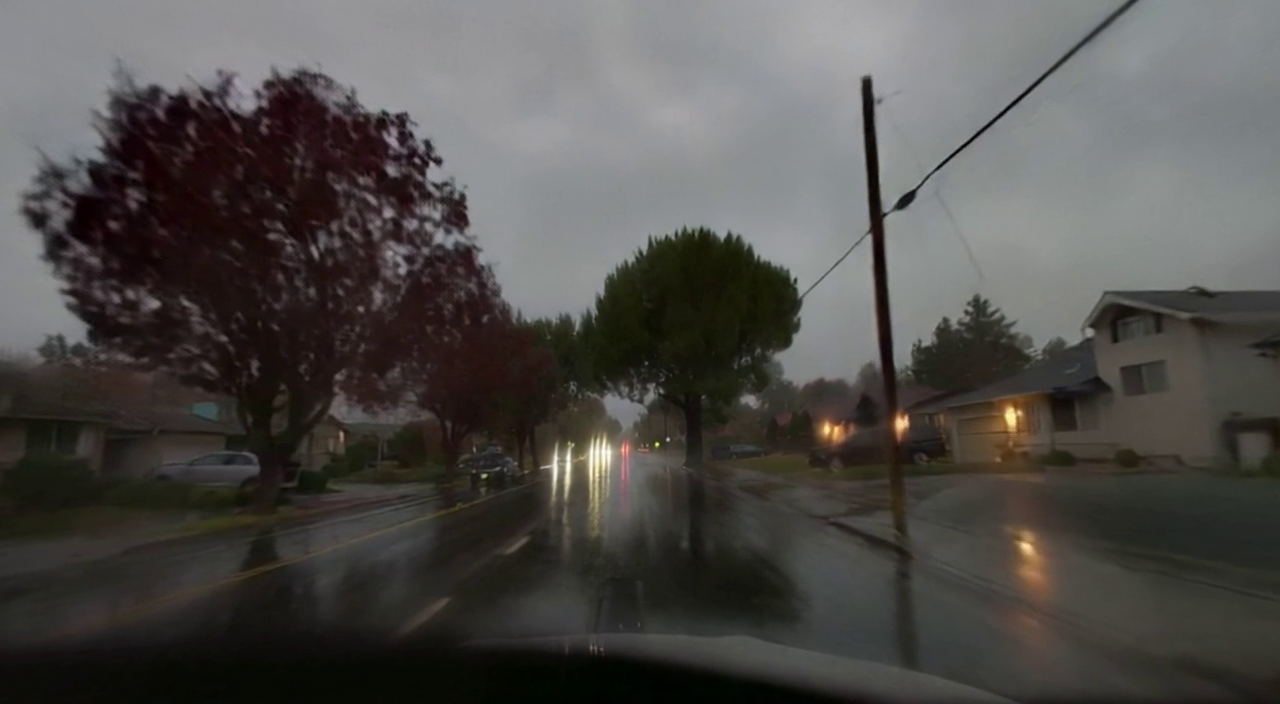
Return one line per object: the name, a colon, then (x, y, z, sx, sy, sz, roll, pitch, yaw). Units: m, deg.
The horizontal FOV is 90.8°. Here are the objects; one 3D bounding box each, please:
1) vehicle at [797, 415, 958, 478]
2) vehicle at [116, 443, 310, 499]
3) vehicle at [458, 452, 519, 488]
vehicle: (8.967, 3.624, 24.202, 5.221, 1.958, 1.992, -4, -9, 0)
vehicle: (-14.261, 3.992, 21.376, 4.995, 1.760, 1.988, 0, -9, -2)
vehicle: (-7.668, 6.010, 32.436, 1.973, 1.500, 4.781, -5, -9, -2)
